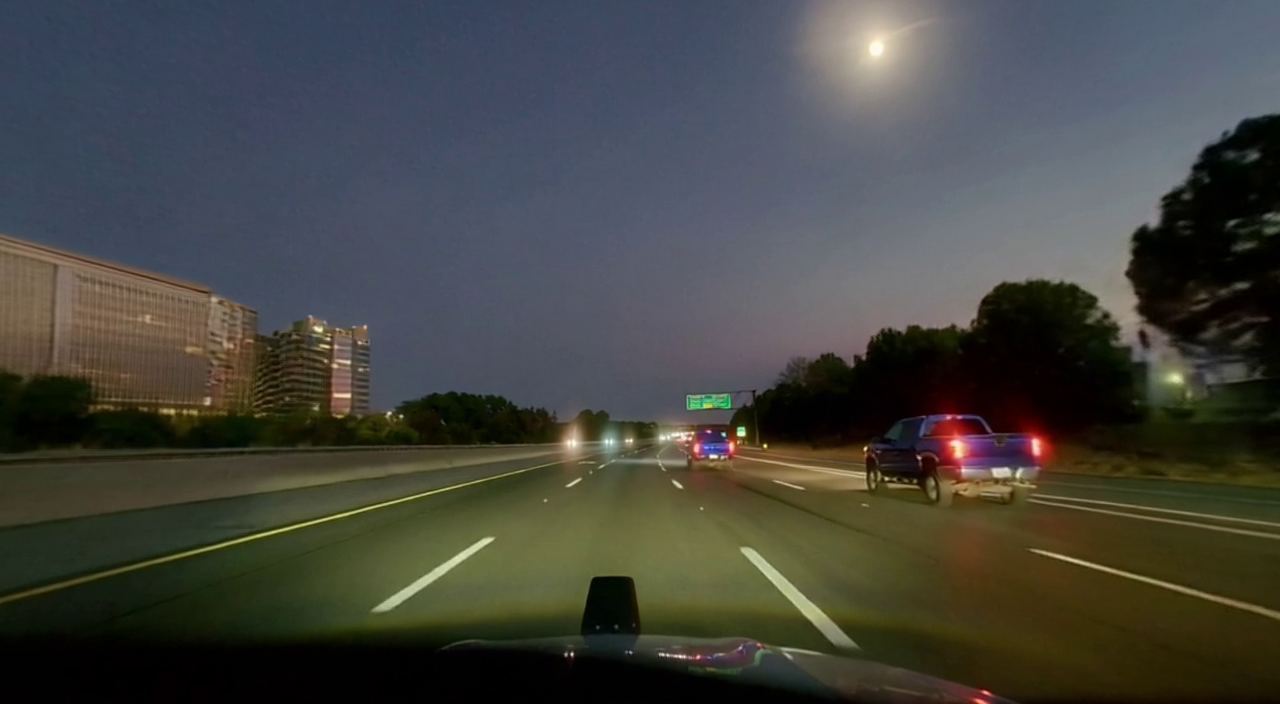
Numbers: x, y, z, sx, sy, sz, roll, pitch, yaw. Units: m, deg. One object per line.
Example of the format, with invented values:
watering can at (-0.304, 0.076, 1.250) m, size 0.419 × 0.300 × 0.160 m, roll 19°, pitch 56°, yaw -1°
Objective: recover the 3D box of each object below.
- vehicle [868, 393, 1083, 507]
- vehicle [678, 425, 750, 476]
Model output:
vehicle at (7.698, 2.358, 15.377) m, size 2.158 × 2.268 × 5.396 m, roll 0°, pitch -9°, yaw -1°
vehicle at (3.086, 4.279, 27.614) m, size 2.462 × 1.984 × 4.718 m, roll 0°, pitch -9°, yaw -2°
